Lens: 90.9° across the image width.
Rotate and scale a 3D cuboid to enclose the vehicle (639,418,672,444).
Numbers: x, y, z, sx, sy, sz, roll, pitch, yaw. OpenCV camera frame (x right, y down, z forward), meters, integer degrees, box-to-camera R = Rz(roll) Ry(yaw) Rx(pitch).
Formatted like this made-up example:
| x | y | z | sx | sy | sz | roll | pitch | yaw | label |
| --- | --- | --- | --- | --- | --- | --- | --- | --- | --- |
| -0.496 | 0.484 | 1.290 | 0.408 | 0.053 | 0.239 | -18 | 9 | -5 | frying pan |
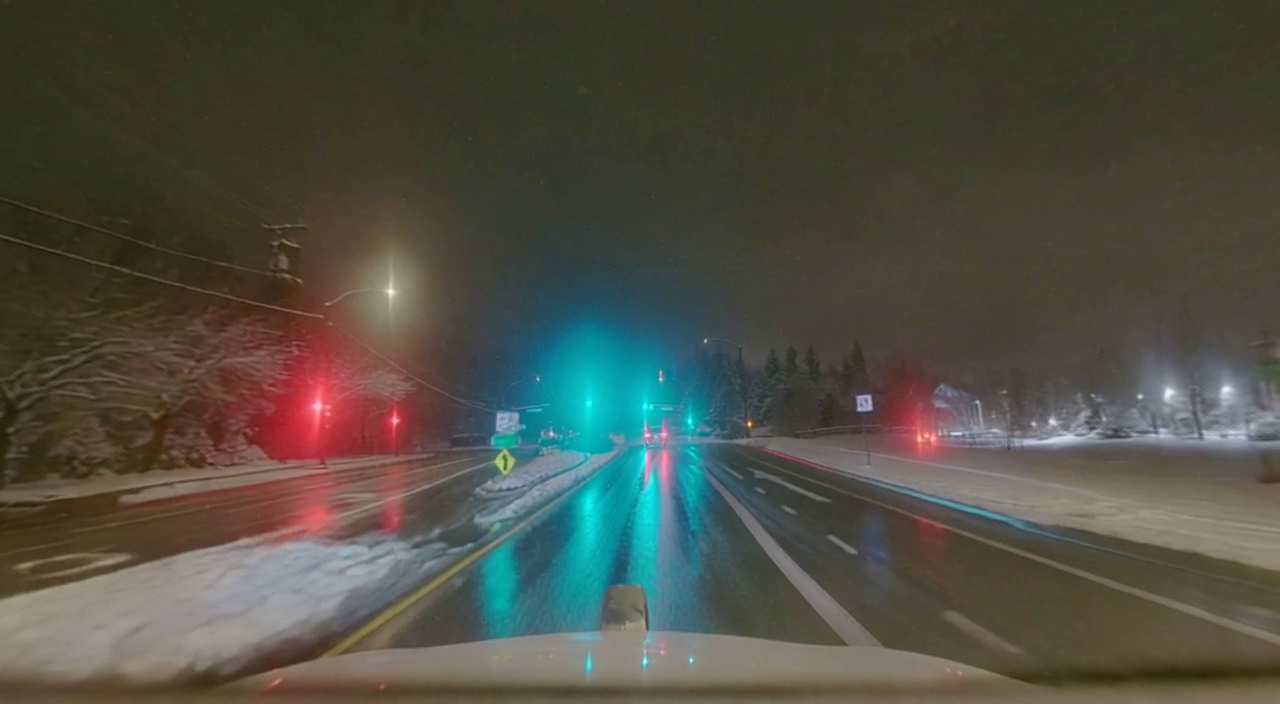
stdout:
| x | y | z | sx | sy | sz | roll | pitch | yaw | label |
| --- | --- | --- | --- | --- | --- | --- | --- | --- | --- |
| 1.157 | 6.217 | 49.258 | 2.371 | 1.926 | 5.099 | 0 | -8 | 0 | vehicle |
